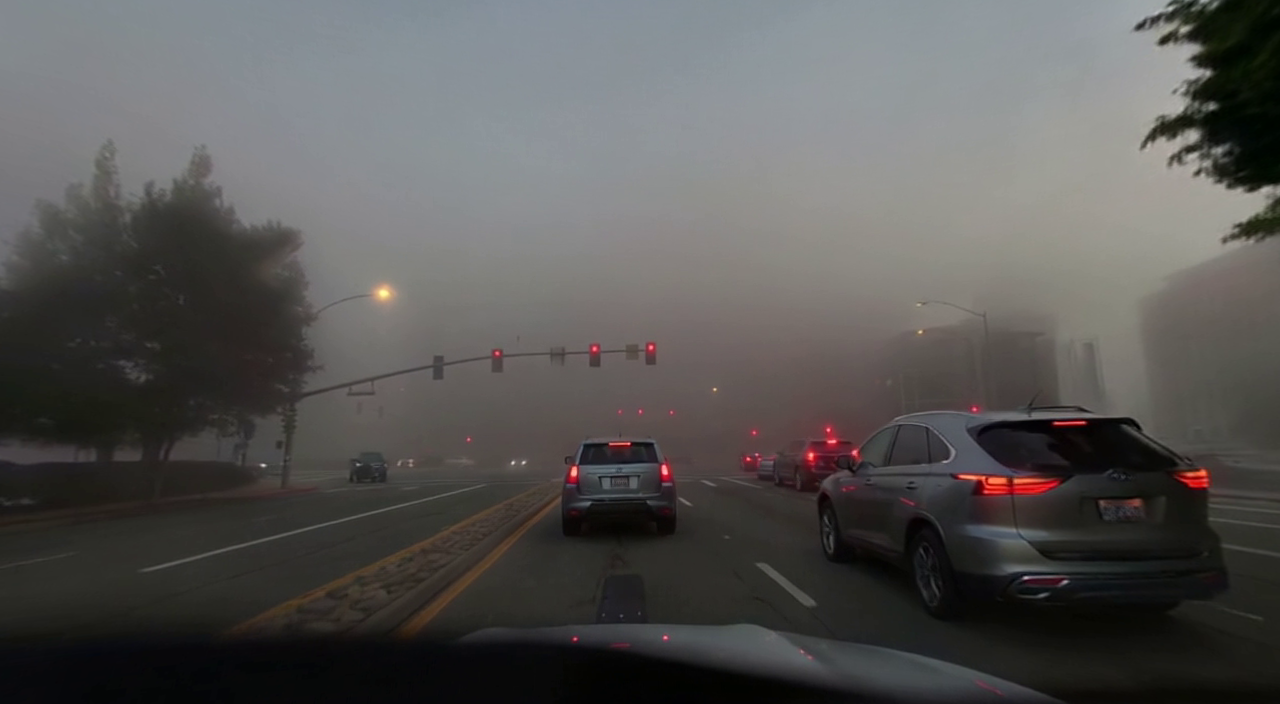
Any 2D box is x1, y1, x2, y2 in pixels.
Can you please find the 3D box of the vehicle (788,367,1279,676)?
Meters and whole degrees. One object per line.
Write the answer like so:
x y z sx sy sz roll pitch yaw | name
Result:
3.112 1.311 5.973 2.228 1.798 4.370 0 -9 -2 | vehicle

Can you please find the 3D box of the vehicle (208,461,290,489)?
-27.400 8.590 44.333 4.802 1.771 2.060 -2 -9 15 | vehicle

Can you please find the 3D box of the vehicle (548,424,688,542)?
-0.363 2.230 11.361 2.039 1.698 4.144 0 -9 -1 | vehicle

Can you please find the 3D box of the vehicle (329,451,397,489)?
-15.686 6.583 35.646 2.354 1.949 4.905 6 -10 -36 | vehicle

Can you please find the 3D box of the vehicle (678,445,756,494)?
2.479 3.919 21.478 1.900 1.459 4.260 0 -9 -3 | vehicle
